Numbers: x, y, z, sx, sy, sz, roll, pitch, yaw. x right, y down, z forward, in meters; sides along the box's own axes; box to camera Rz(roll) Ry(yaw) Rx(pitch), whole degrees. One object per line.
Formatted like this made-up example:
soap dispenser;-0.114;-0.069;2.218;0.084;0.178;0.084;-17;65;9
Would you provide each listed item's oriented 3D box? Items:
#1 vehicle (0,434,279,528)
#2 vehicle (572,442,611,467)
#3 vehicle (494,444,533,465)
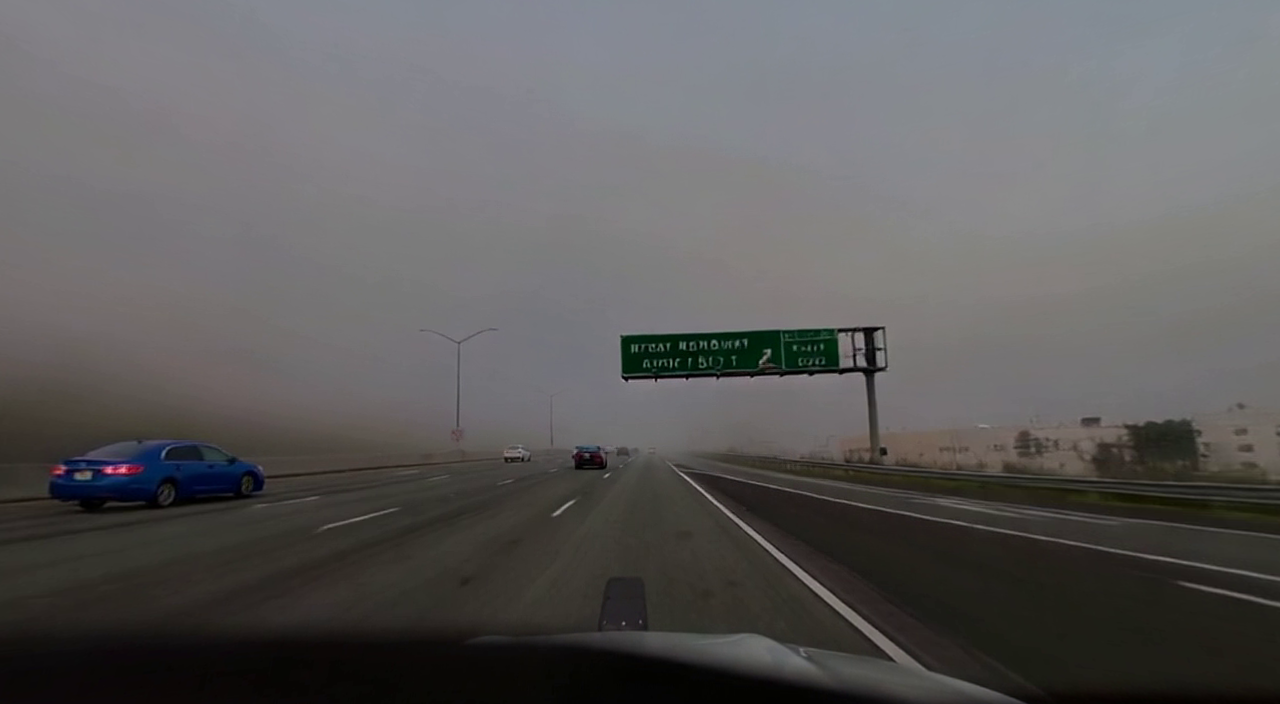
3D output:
vehicle;-9.837;2.484;12.832;2.002;1.526;4.822;0;-8;2
vehicle;-2.944;6.364;39.330;2.050;1.479;4.342;0;-8;1
vehicle;-9.358;7.573;46.945;1.930;1.490;3.955;0;-8;2
